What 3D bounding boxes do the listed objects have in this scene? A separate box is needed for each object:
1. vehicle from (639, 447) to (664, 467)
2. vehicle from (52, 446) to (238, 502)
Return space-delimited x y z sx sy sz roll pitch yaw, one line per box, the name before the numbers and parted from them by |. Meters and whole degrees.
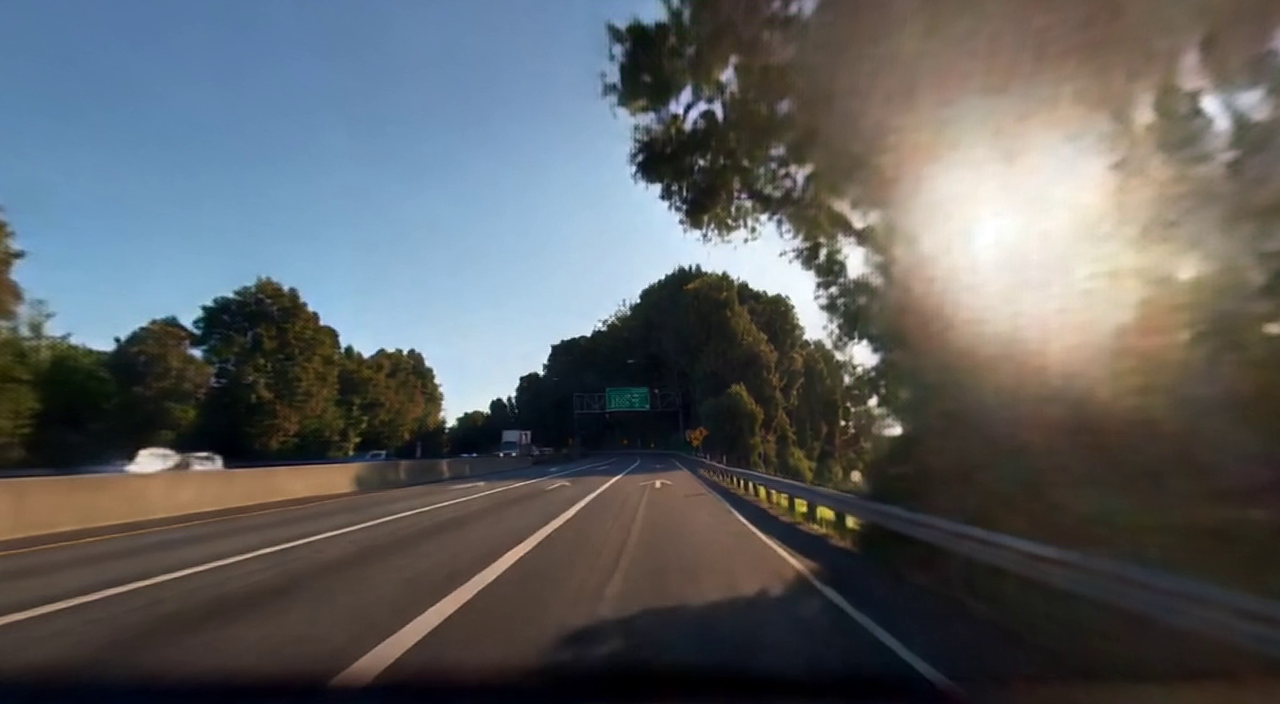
vehicle | 0.865 7.963 47.962 1.807 1.427 3.645 0 -9 1
vehicle | -14.462 3.571 18.815 1.908 1.447 4.337 0 -9 2
